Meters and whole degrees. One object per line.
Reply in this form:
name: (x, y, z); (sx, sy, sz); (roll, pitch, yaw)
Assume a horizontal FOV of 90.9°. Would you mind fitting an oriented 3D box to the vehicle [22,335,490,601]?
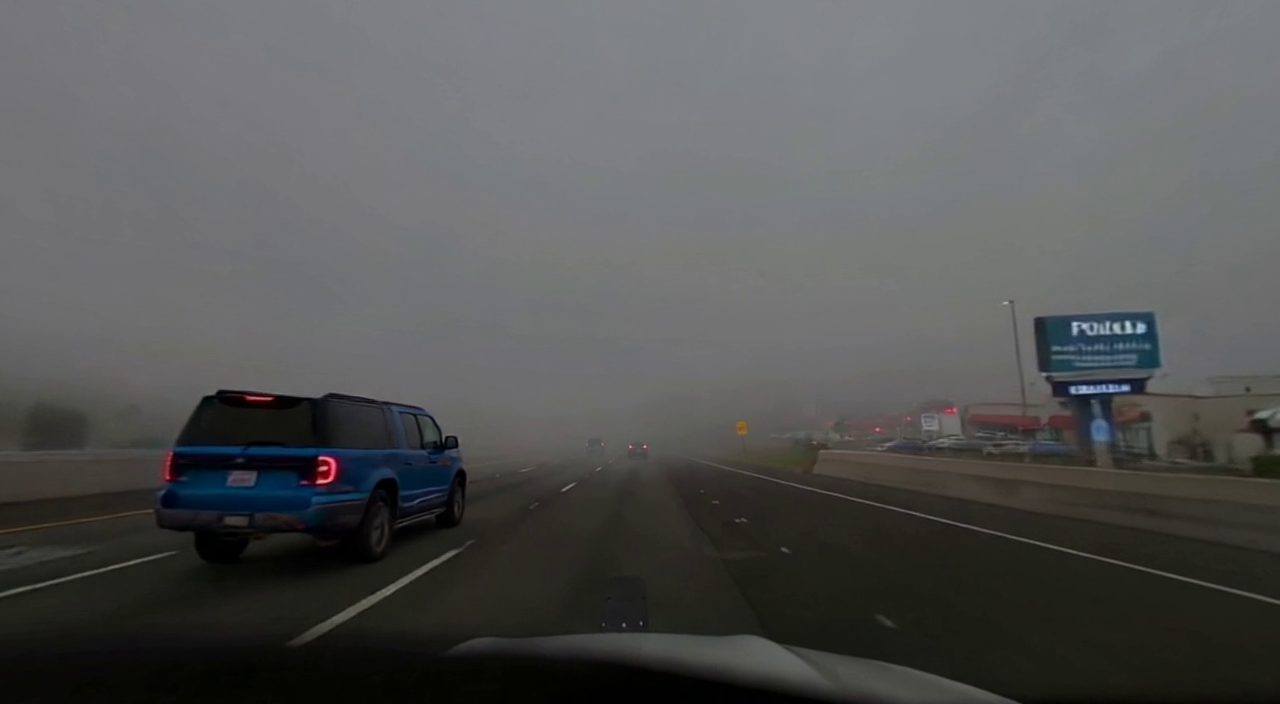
vehicle: (-3.872, 1.367, 8.194); (2.352, 2.209, 5.802); (0, -8, 1)
